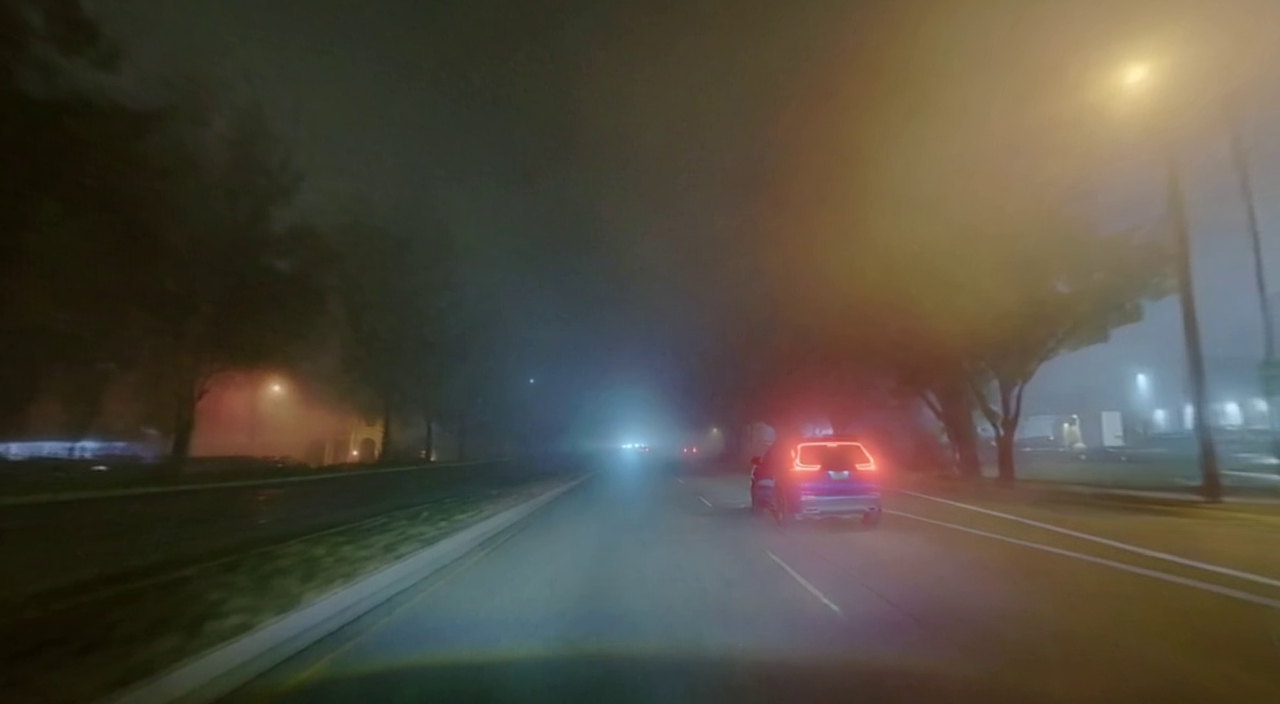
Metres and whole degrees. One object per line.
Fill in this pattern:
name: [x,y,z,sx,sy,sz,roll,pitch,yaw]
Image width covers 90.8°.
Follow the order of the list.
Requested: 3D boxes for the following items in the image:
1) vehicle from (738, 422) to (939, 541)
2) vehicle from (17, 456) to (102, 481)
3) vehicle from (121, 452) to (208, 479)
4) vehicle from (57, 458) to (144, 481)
vehicle: [3.161,2.157,11.163,2.060,1.665,4.284,0,-8,-1]
vehicle: [-42.199,8.455,45.975,4.291,1.703,1.976,0,-8,2]
vehicle: [-36.245,8.642,48.245,4.983,1.727,2.059,-2,-7,-3]
vehicle: [-36.480,7.953,42.756,4.190,1.483,1.866,-1,-8,3]
